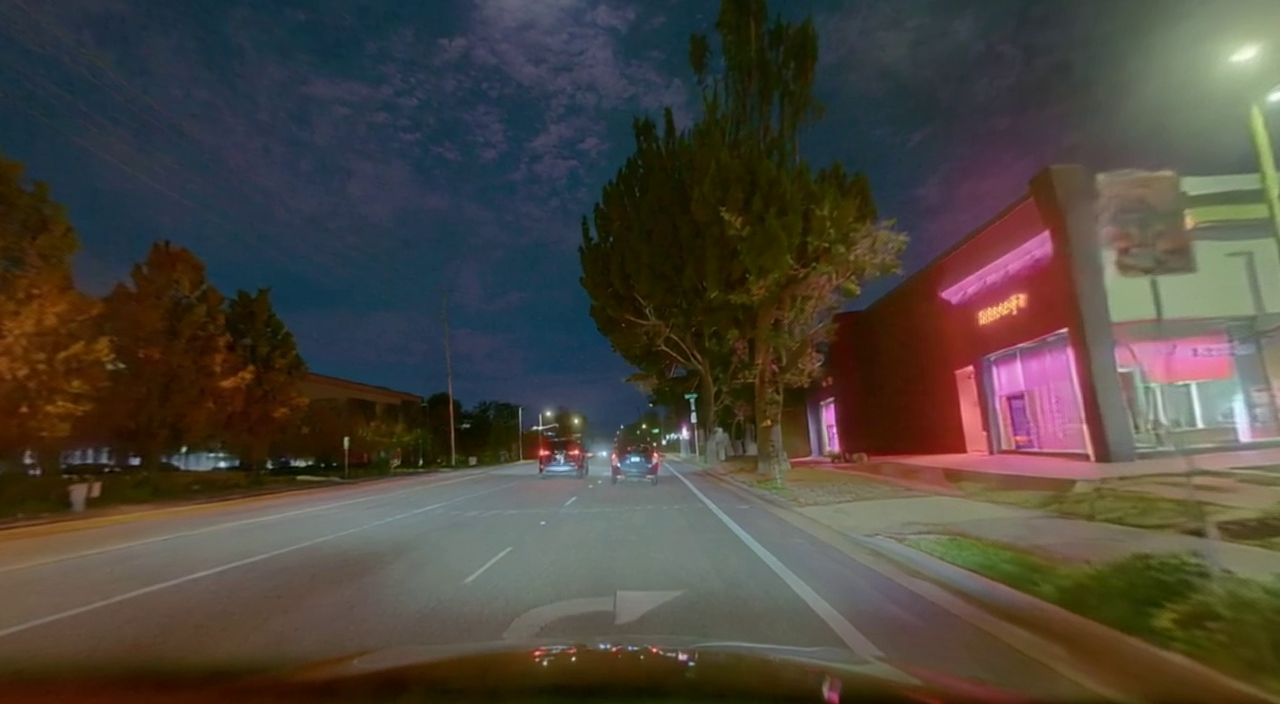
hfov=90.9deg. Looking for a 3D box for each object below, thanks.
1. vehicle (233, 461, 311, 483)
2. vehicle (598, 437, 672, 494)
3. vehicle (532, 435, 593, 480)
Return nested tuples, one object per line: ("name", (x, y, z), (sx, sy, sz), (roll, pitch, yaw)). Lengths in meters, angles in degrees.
("vehicle", (-26.357, 8.584, 45.190), (4.553, 1.479, 1.768), (-1, -8, 7))
("vehicle", (-0.130, 3.561, 20.168), (2.108, 1.612, 4.246), (0, -8, 0))
("vehicle", (-3.490, 4.861, 29.341), (2.064, 1.859, 5.154), (0, -8, 1))
